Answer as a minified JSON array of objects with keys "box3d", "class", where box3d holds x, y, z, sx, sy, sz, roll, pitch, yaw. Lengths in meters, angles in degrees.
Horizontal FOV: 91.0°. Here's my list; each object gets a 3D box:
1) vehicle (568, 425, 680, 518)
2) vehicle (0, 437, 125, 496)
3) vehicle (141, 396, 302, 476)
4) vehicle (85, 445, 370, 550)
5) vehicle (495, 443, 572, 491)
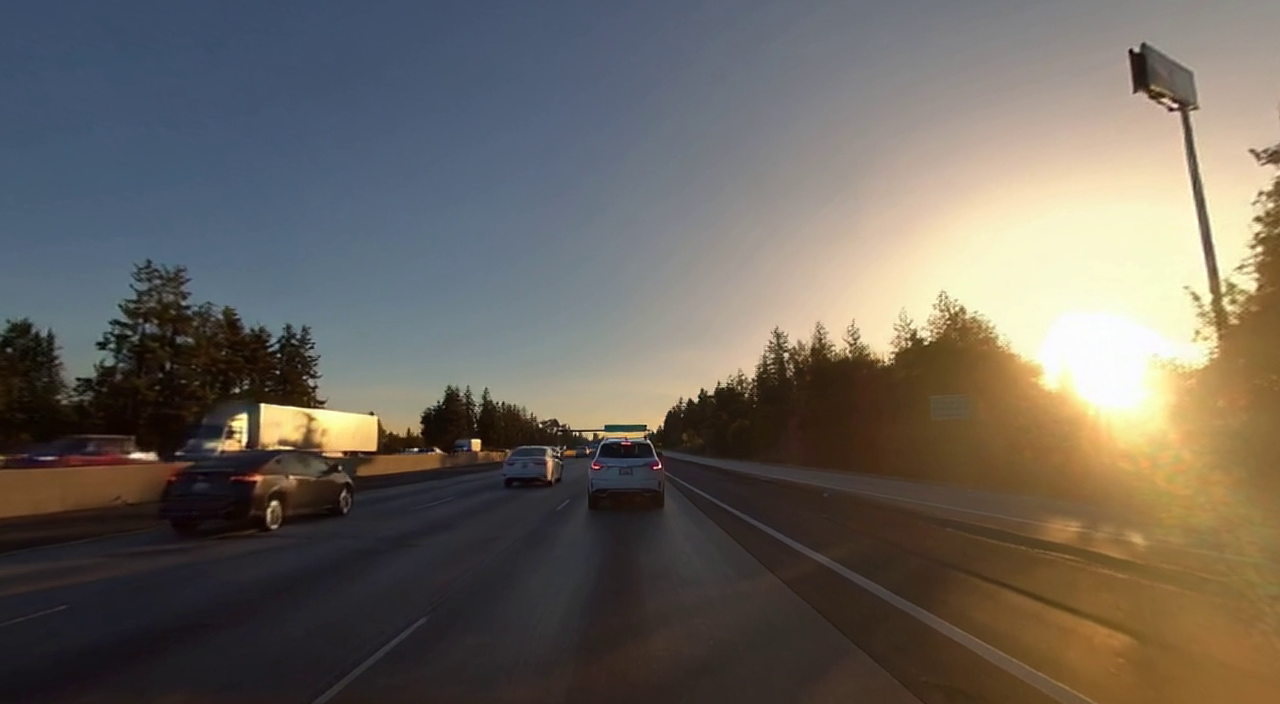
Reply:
[{"box3d":[-0.319,2.640,14.467,2.127,1.749,4.776,0,-9,0],"class":"vehicle"},{"box3d":[-18.833,3.462,19.353,1.859,1.624,4.863,0,-9,0],"class":"vehicle"},{"box3d":[-22.905,4.771,35.332,3.063,3.879,8.695,0,-9,-1],"class":"vehicle"},{"box3d":[-6.911,2.437,11.398,1.892,1.468,4.792,0,-9,0],"class":"vehicle"},{"box3d":[-3.627,3.994,22.320,1.889,1.522,4.465,0,-9,1],"class":"vehicle"}]
